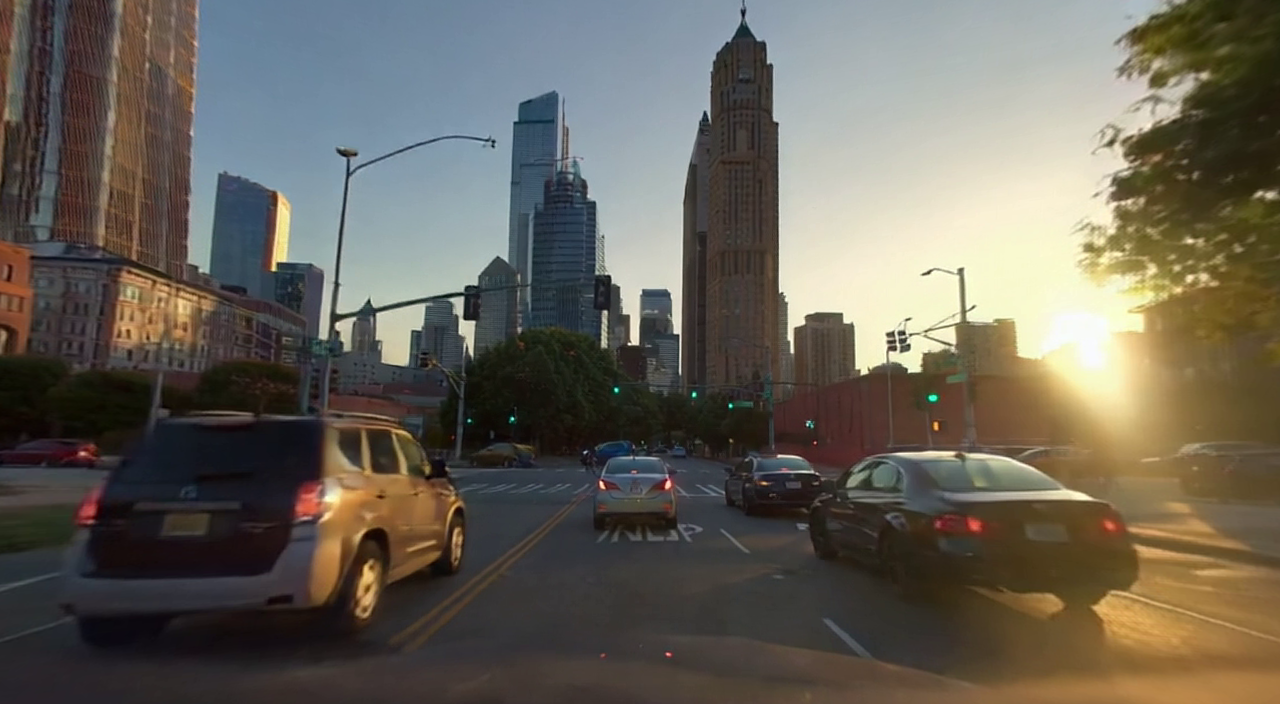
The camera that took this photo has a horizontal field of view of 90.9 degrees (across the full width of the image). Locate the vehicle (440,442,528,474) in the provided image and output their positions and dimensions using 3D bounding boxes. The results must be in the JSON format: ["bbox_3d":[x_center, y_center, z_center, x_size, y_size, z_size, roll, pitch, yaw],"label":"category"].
[{"bbox_3d":[-8.790,5.916,35.483,4.556,1.689,1.982,-4,-9,25],"label":"vehicle"}]

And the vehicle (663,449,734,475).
[{"bbox_3d":[3.634,6.931,40.143,2.106,1.498,4.820,4,-10,-28],"label":"vehicle"}]

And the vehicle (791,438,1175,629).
[{"bbox_3d":[3.364,1.829,7.495,1.973,1.537,4.533,0,-8,0],"label":"vehicle"}]

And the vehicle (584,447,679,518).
[{"bbox_3d":[-0.242,3.075,15.373,2.031,1.461,3.763,0,-8,-2],"label":"vehicle"}]

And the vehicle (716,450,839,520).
[{"bbox_3d":[3.243,3.221,15.844,1.942,1.443,4.468,0,-8,-2],"label":"vehicle"}]

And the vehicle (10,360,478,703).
[{"bbox_3d":[-2.859,1.332,5.709,1.683,2.039,3.703,0,-8,2],"label":"vehicle"}]
